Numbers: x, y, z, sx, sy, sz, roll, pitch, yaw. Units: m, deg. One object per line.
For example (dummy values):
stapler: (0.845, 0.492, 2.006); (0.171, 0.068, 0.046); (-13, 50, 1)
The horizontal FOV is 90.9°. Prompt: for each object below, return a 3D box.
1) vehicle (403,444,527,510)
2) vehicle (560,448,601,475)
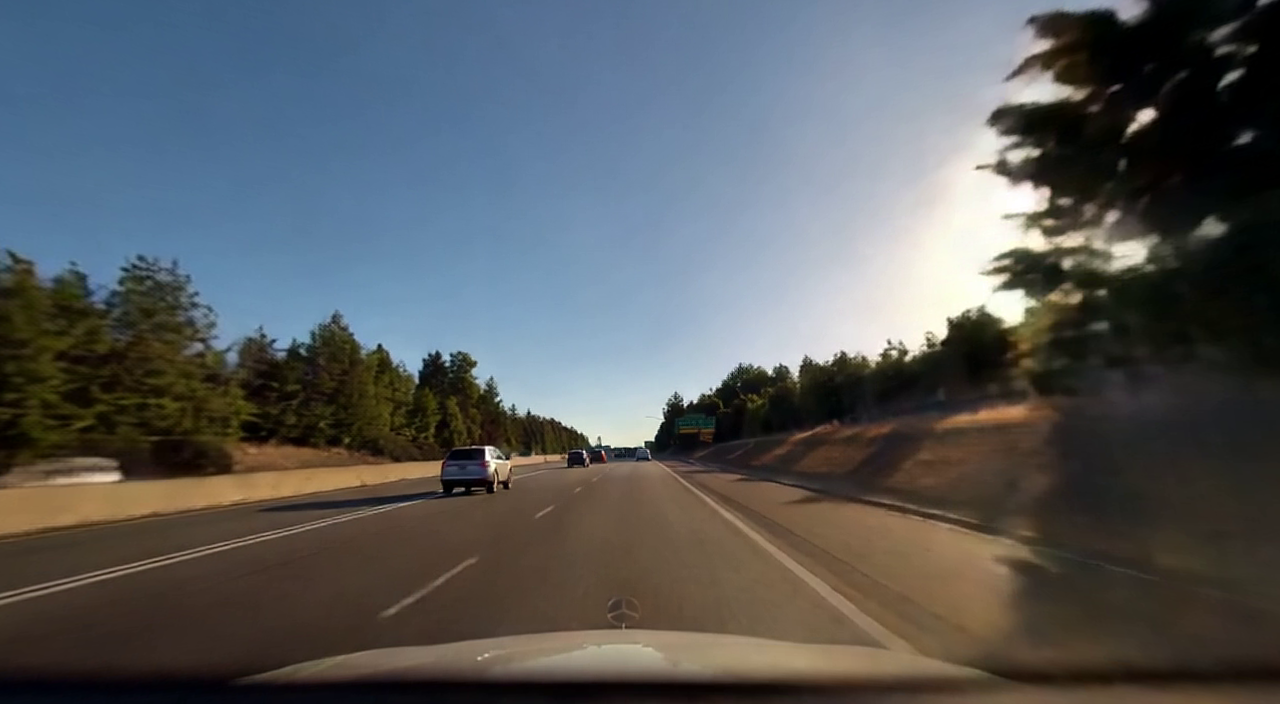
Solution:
vehicle: (-4.486, 3.263, 16.962); (1.975, 1.501, 4.603); (0, -9, 1)
vehicle: (-3.520, 6.552, 37.904); (2.005, 1.474, 3.921); (0, -9, 1)
